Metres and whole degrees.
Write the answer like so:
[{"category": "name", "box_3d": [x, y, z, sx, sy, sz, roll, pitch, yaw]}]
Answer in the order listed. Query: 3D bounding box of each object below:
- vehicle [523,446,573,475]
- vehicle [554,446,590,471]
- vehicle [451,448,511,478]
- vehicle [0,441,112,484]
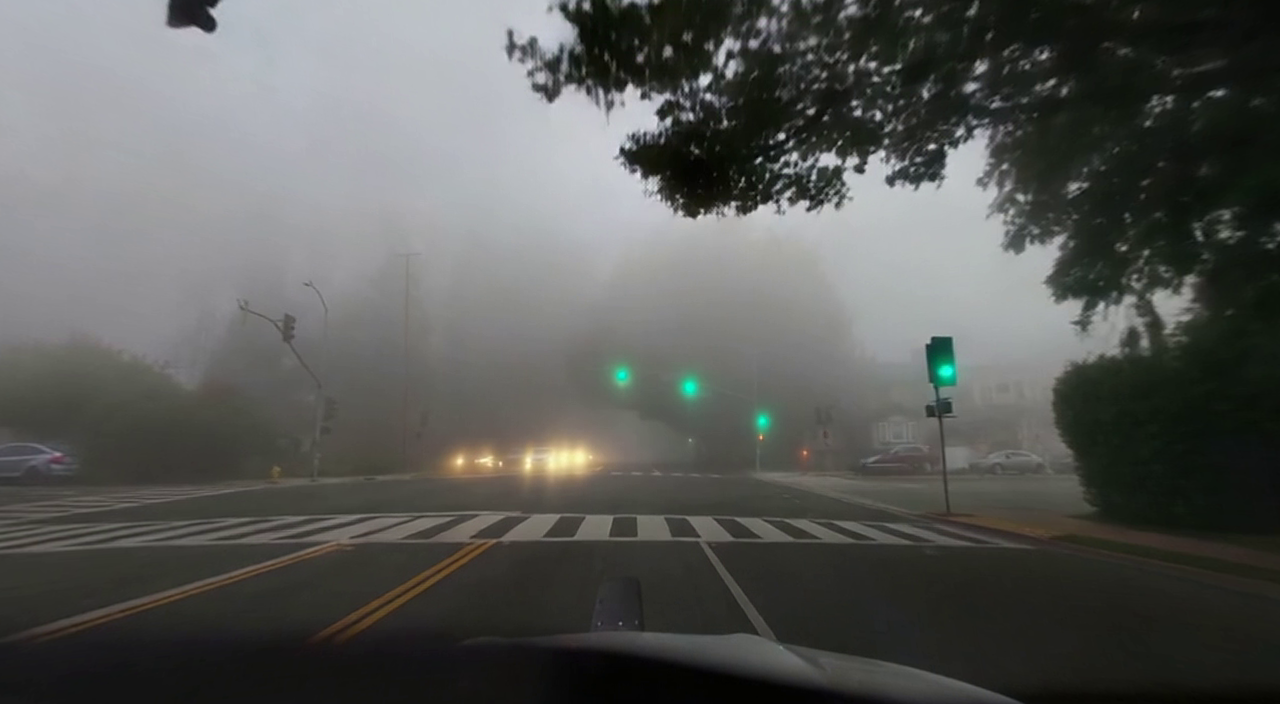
[{"category": "vehicle", "box_3d": [-4.978, 5.909, 34.616, 2.003, 1.462, 4.220, 0, -8, 1]}, {"category": "vehicle", "box_3d": [-4.669, 7.360, 43.879, 1.999, 1.652, 3.962, 0, -8, 1]}, {"category": "vehicle", "box_3d": [-8.459, 5.956, 34.101, 1.985, 1.475, 4.383, 0, -8, 2]}, {"category": "vehicle", "box_3d": [-26.360, 4.779, 27.429, 4.802, 1.776, 2.090, 1, -8, -5]}]
